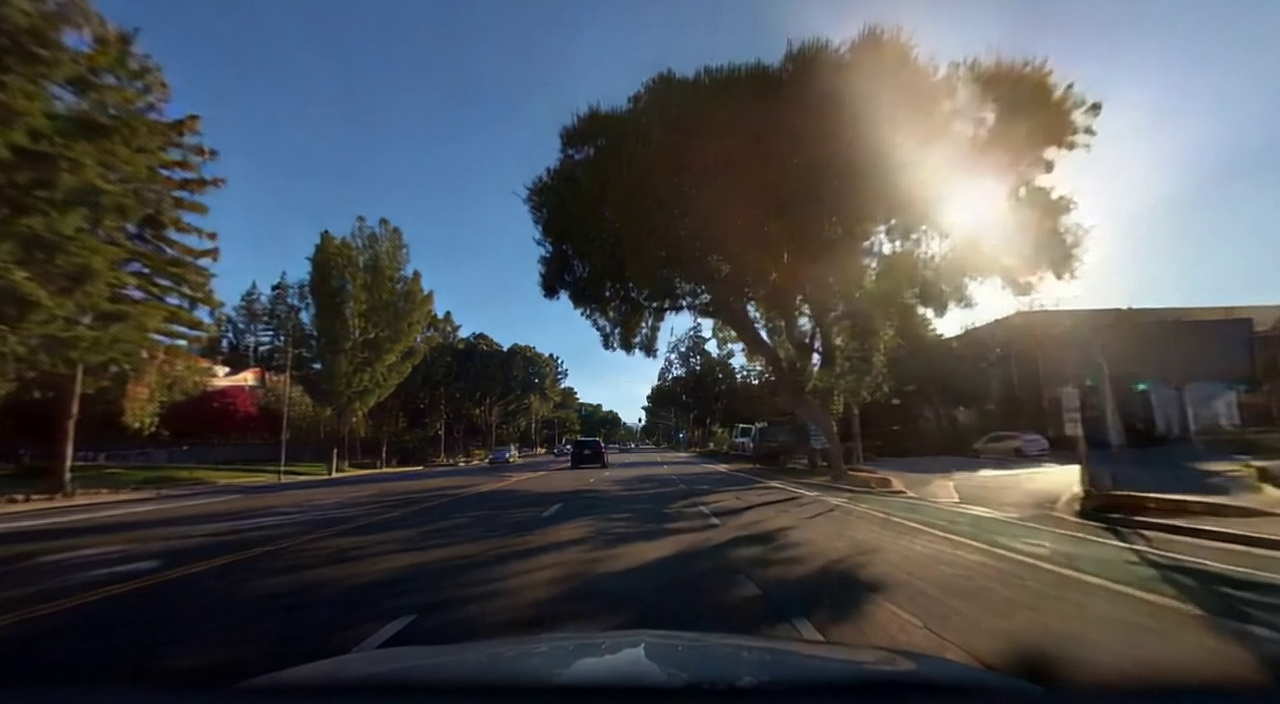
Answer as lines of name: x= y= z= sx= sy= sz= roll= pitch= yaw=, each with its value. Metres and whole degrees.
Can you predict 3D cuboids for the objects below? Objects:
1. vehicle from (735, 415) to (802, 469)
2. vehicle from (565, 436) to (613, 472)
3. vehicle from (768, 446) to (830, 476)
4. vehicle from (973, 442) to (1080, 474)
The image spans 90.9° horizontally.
vehicle: x=8.154 y=5.829 z=40.891 sx=3.101 sy=3.161 sz=6.513 roll=0 pitch=-8 yaw=1
vehicle: x=-2.719 y=5.561 z=34.634 sx=2.179 sy=1.851 sz=4.756 roll=0 pitch=-8 yaw=1
vehicle: x=8.118 y=5.598 z=32.701 sx=1.976 sy=1.445 sz=4.909 roll=0 pitch=-8 yaw=0
vehicle: x=19.660 y=5.364 z=32.209 sx=1.864 sy=1.523 sz=4.176 roll=5 pitch=-10 yaw=-30
